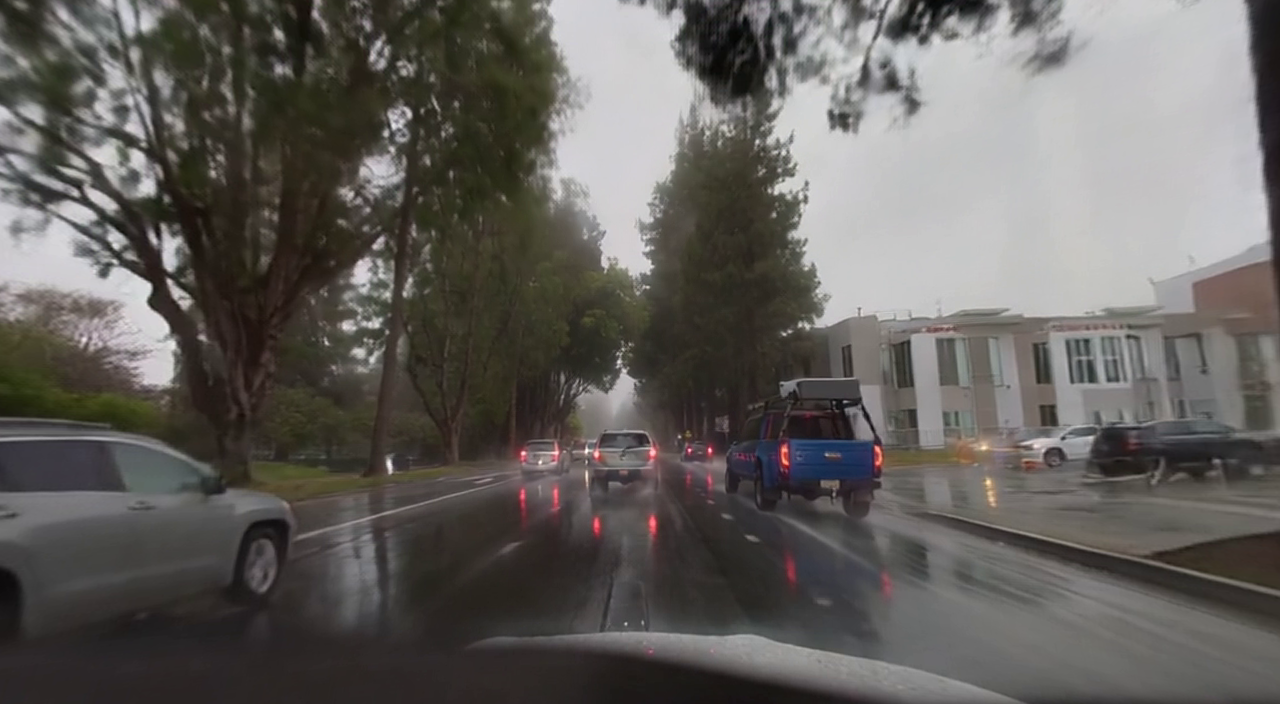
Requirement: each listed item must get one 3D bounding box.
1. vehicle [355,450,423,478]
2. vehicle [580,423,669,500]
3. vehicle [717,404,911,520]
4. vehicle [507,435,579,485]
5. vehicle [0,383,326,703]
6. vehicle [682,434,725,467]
[{"bbox_3d":[-14.534,6.484,36.802,2.001,1.441,4.488,-1,-9,1],"label":"vehicle"},{"bbox_3d":[-0.307,2.857,16.725,2.075,1.770,4.018,0,-9,1],"label":"vehicle"},{"bbox_3d":[3.471,2.417,14.314,2.655,2.054,6.098,0,-9,0],"label":"vehicle"},{"bbox_3d":[-3.400,3.861,22.830,1.894,1.642,3.861,0,-9,1],"label":"vehicle"},{"bbox_3d":[-3.936,1.039,3.446,1.959,1.614,4.676,0,-9,1],"label":"vehicle"},{"bbox_3d":[3.907,6.199,39.718,2.183,1.948,4.633,0,-9,-1],"label":"vehicle"}]
